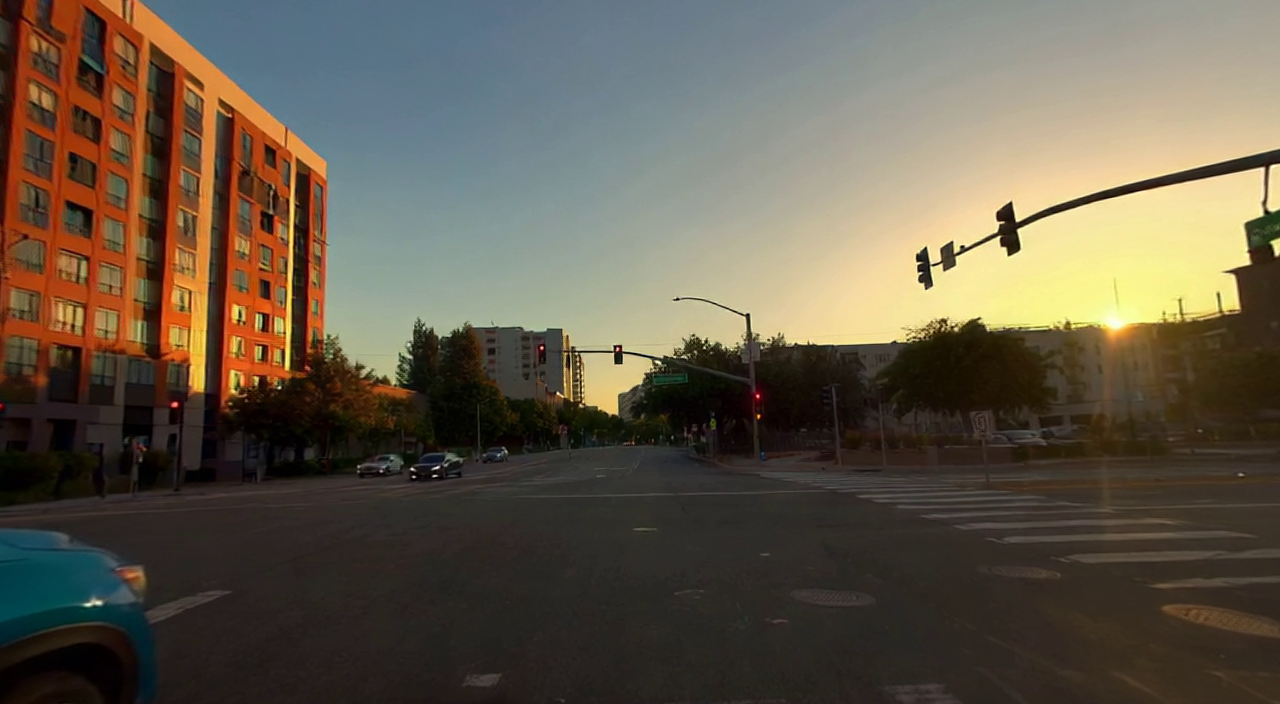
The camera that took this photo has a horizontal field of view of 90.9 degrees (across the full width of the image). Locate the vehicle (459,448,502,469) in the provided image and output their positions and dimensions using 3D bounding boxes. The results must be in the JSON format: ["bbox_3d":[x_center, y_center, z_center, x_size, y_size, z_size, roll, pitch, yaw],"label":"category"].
[{"bbox_3d":[-11.848,7.945,47.105,1.980,1.452,4.318,0,-8,2],"label":"vehicle"}]

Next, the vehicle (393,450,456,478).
[{"bbox_3d":[-12.522,6.536,36.982,2.028,1.455,4.421,0,-8,2],"label":"vehicle"}]

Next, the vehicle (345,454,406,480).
[{"bbox_3d":[-16.123,7.017,38.711,1.830,1.440,4.351,0,-8,1],"label":"vehicle"}]

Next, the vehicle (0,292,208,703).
[{"bbox_3d":[-3.143,0.522,0.695,2.123,1.799,4.425,0,-8,1],"label":"vehicle"}]
